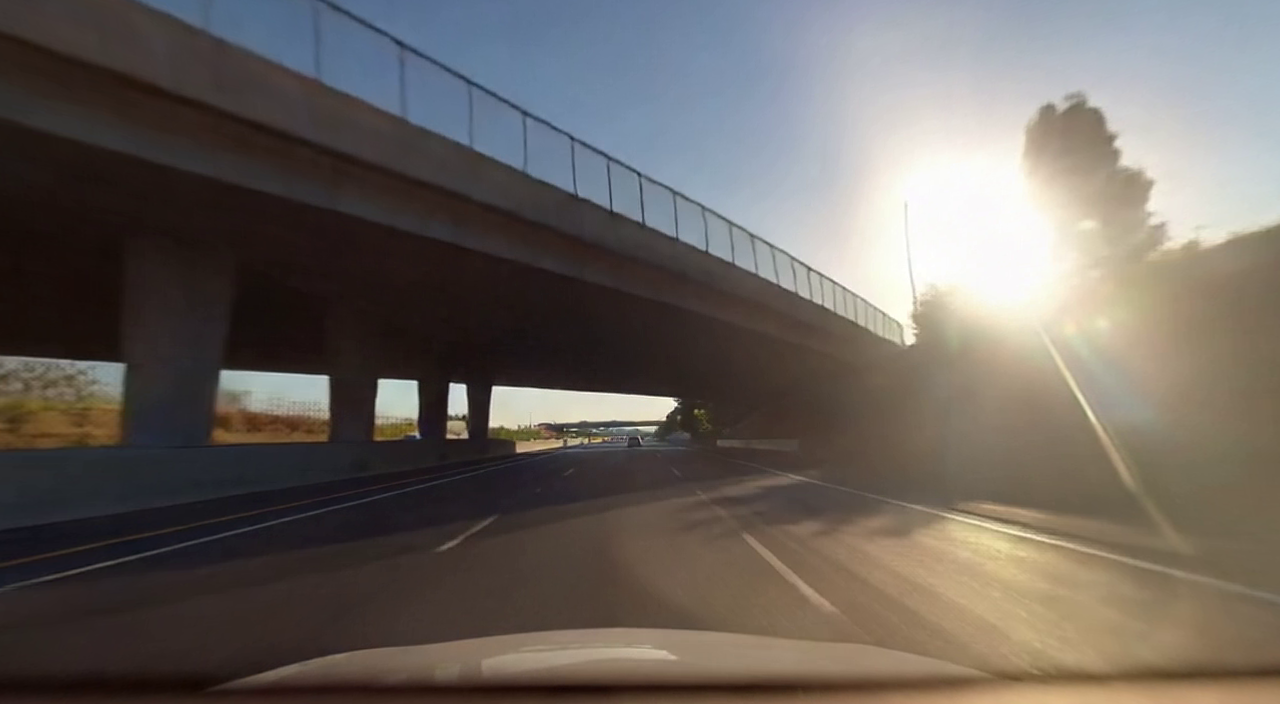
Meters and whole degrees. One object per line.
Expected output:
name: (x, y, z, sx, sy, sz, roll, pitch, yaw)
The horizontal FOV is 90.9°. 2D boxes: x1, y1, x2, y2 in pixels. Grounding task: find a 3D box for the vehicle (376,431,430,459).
vehicle: (-17.516, 6.878, 46.867, 2.139, 1.910, 4.967, 0, -8, 0)
